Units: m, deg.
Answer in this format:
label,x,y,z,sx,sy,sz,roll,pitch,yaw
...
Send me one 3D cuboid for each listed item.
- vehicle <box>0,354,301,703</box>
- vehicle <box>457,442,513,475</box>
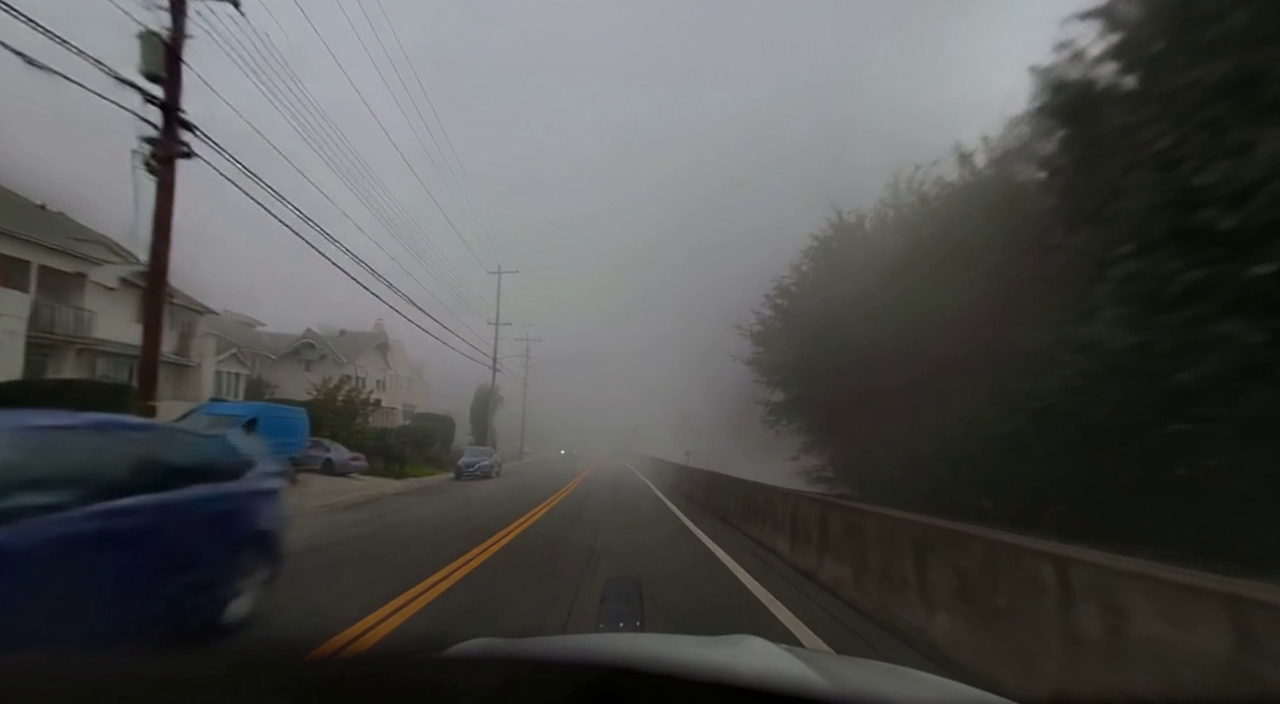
label,x,y,z,sx,sy,sz,roll,pitch,yaw
vehicle,-3.657,0.863,2.543,2.103,1.690,4.508,0,-8,-1
vehicle,-7.804,5.410,32.257,1.863,1.522,4.901,0,-9,-3
